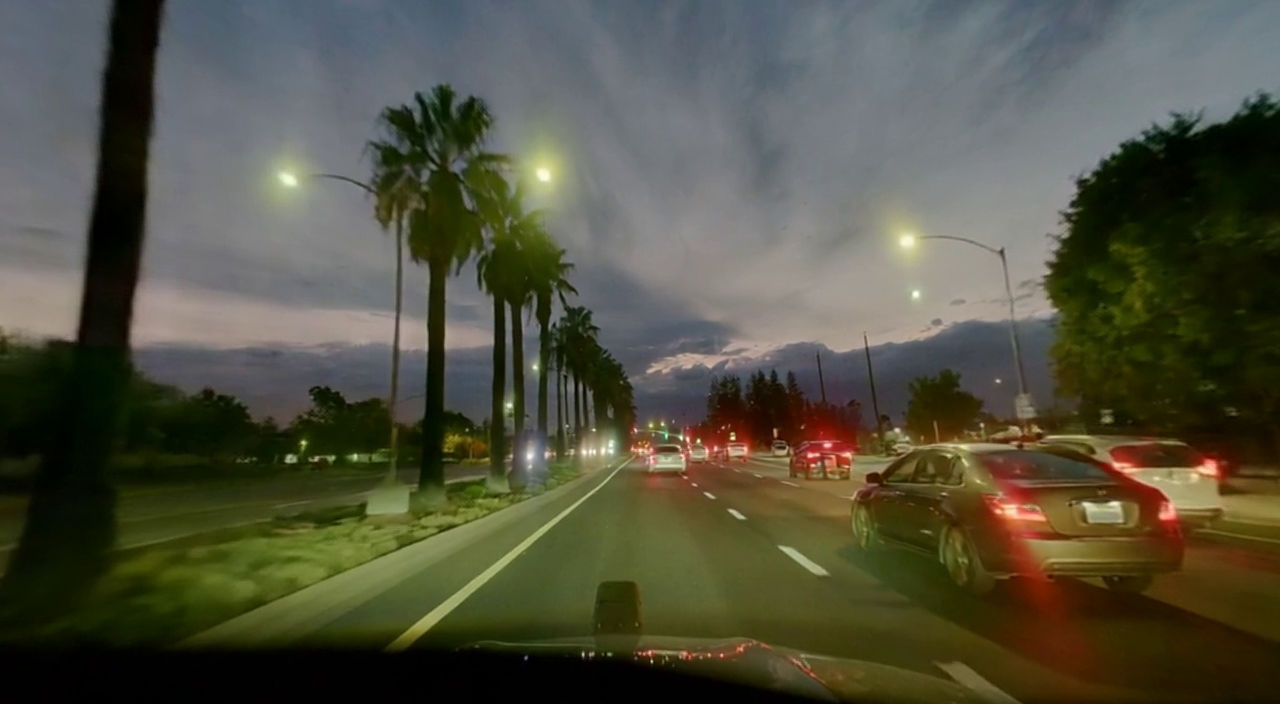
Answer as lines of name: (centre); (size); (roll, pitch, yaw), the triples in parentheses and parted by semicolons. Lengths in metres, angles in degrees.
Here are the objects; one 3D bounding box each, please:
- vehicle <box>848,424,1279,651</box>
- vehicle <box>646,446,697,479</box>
vehicle: (3.827, 1.538, 6.397); (1.875, 1.452, 4.453); (0, -8, -1)
vehicle: (1.410, 5.210, 30.138); (2.031, 1.444, 4.361); (0, -8, -3)
